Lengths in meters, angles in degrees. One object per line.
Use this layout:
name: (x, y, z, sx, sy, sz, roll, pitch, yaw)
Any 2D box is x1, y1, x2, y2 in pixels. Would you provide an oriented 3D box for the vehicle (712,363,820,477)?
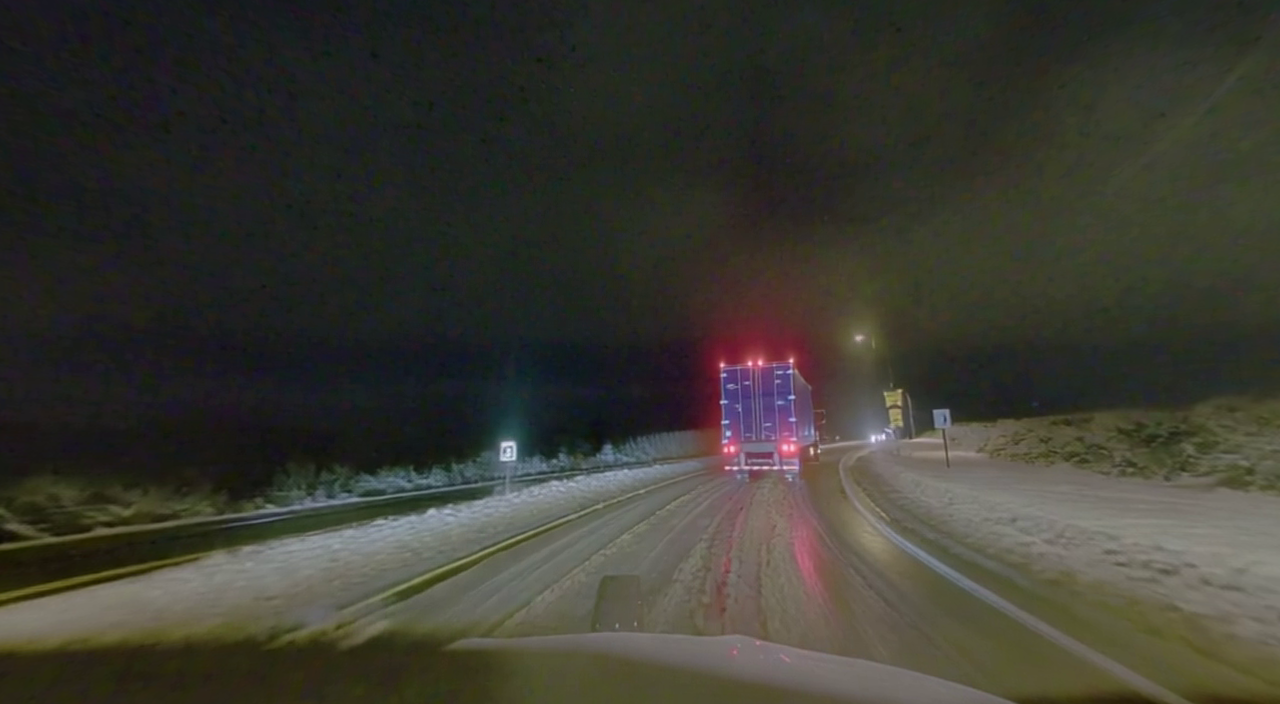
vehicle: (5.564, 2.937, 25.954, 2.837, 3.712, 10.484, -3, -8, 19)
